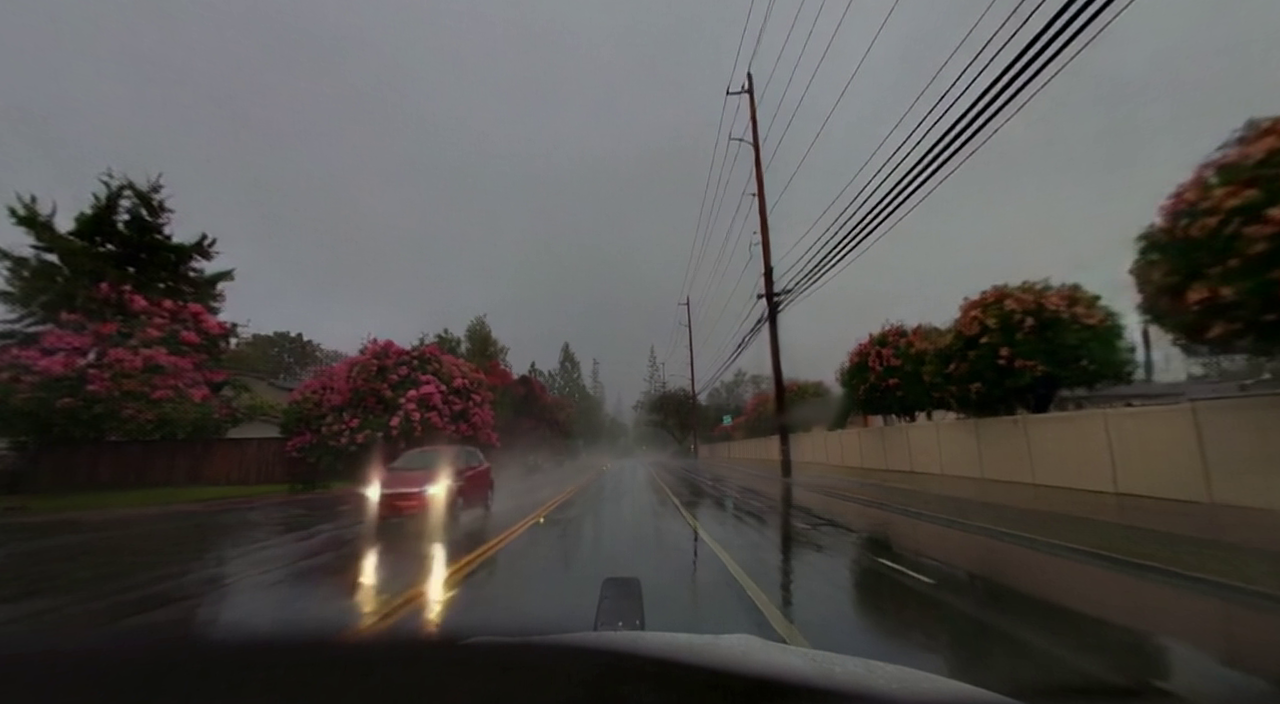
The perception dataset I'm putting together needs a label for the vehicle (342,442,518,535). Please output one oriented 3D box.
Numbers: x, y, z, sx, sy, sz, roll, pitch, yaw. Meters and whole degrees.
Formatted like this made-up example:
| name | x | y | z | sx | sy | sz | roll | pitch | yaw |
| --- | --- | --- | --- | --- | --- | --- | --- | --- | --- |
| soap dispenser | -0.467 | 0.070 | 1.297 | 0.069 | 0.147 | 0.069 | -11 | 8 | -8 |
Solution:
| name | x | y | z | sx | sy | sz | roll | pitch | yaw |
| --- | --- | --- | --- | --- | --- | --- | --- | --- | --- |
| vehicle | -3.882 | 2.582 | 12.589 | 2.074 | 1.511 | 4.126 | 0 | -9 | 0 |
